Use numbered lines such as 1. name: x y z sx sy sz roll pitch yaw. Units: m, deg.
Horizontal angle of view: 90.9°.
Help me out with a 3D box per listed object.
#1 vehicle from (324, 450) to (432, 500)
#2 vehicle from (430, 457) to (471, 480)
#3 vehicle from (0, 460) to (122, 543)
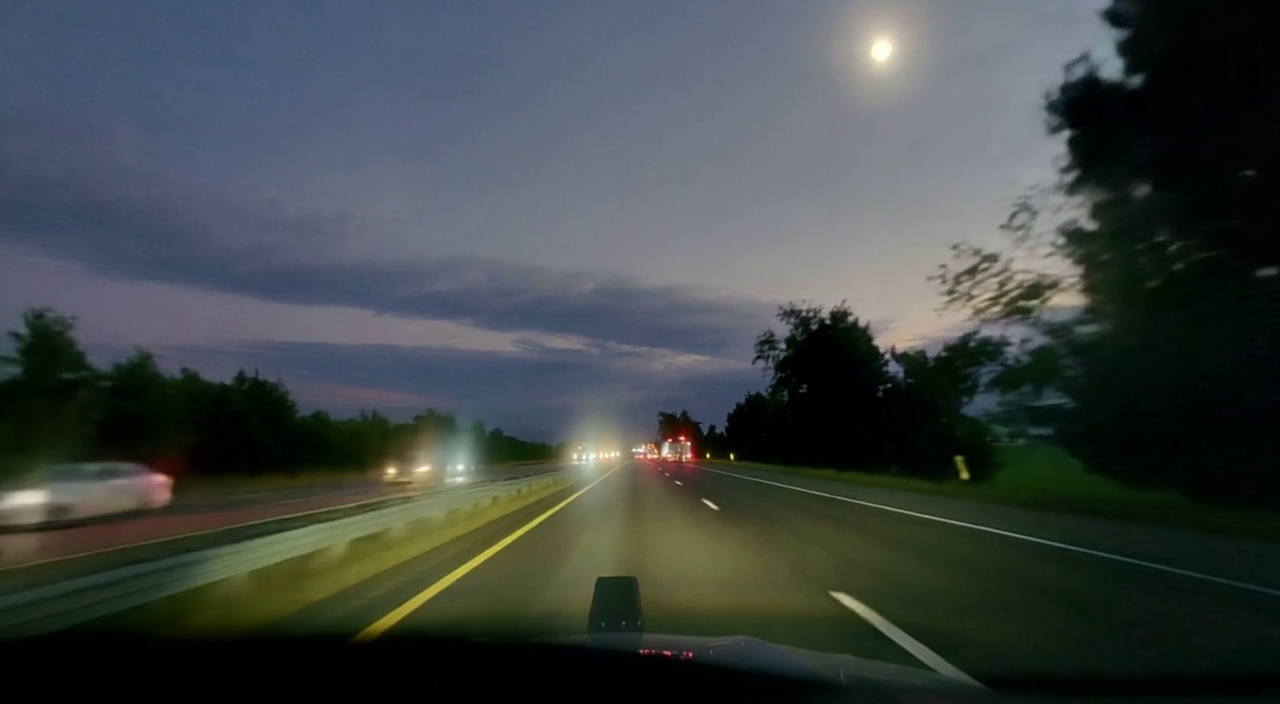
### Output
1. vehicle: -9.264 4.358 22.756 1.949 1.626 4.479 0 -9 0
2. vehicle: -13.312 8.148 44.405 1.720 1.497 3.857 0 -9 0
3. vehicle: -13.006 2.879 12.183 1.988 1.501 4.676 0 -9 0
